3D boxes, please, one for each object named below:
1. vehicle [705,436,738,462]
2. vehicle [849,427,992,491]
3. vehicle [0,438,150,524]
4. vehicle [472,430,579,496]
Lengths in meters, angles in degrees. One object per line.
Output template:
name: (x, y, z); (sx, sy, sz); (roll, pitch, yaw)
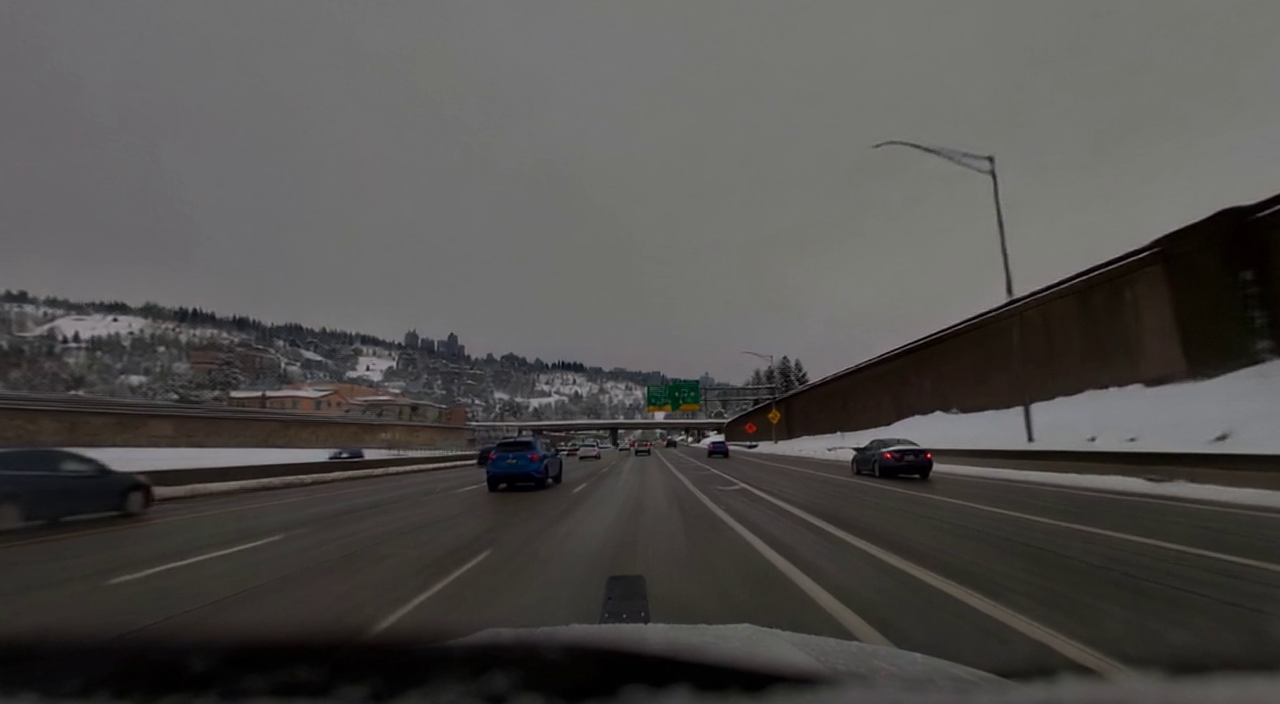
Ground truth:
vehicle: (6.175, 7.405, 48.273); (2.172, 1.824, 5.031); (-1, -8, 3)
vehicle: (8.048, 3.120, 18.679); (2.122, 1.646, 4.491); (0, -8, -1)
vehicle: (-13.815, 2.785, 14.000); (2.049, 1.707, 4.743); (0, -8, 0)
vehicle: (-3.302, 3.346, 19.464); (2.210, 1.730, 5.133); (-1, -8, 2)
